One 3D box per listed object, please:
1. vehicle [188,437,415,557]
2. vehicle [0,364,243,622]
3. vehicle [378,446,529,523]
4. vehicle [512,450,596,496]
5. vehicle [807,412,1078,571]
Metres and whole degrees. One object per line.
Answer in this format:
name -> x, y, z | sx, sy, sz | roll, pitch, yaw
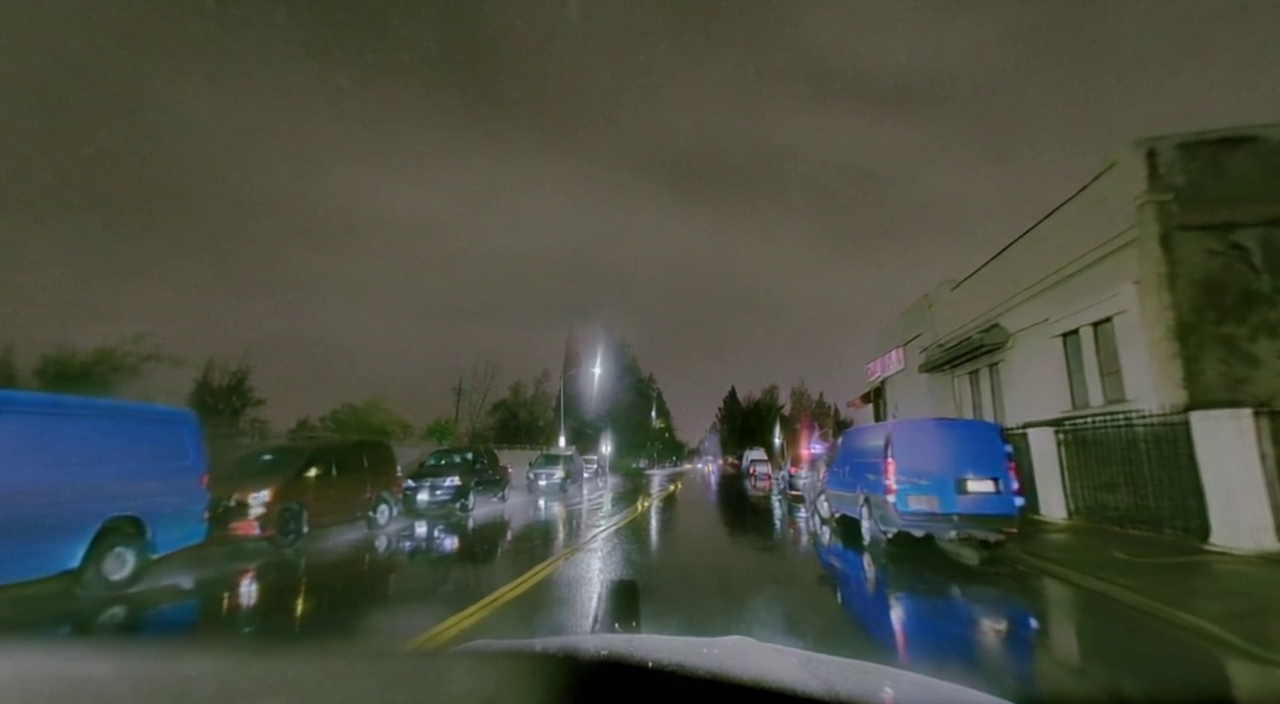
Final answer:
vehicle -> -6.254, 2.657, 12.353 | 1.857, 1.908, 4.081 | -1, -9, 5
vehicle -> -6.952, 1.446, 6.383 | 2.435, 2.308, 4.937 | -5, -9, 5
vehicle -> -5.290, 3.819, 19.032 | 2.304, 1.937, 5.720 | -1, -9, 6
vehicle -> -3.908, 5.679, 30.104 | 2.504, 1.919, 5.658 | -1, -9, 8
vehicle -> 4.706, 2.251, 11.222 | 2.327, 2.021, 5.850 | -1, -9, 5
